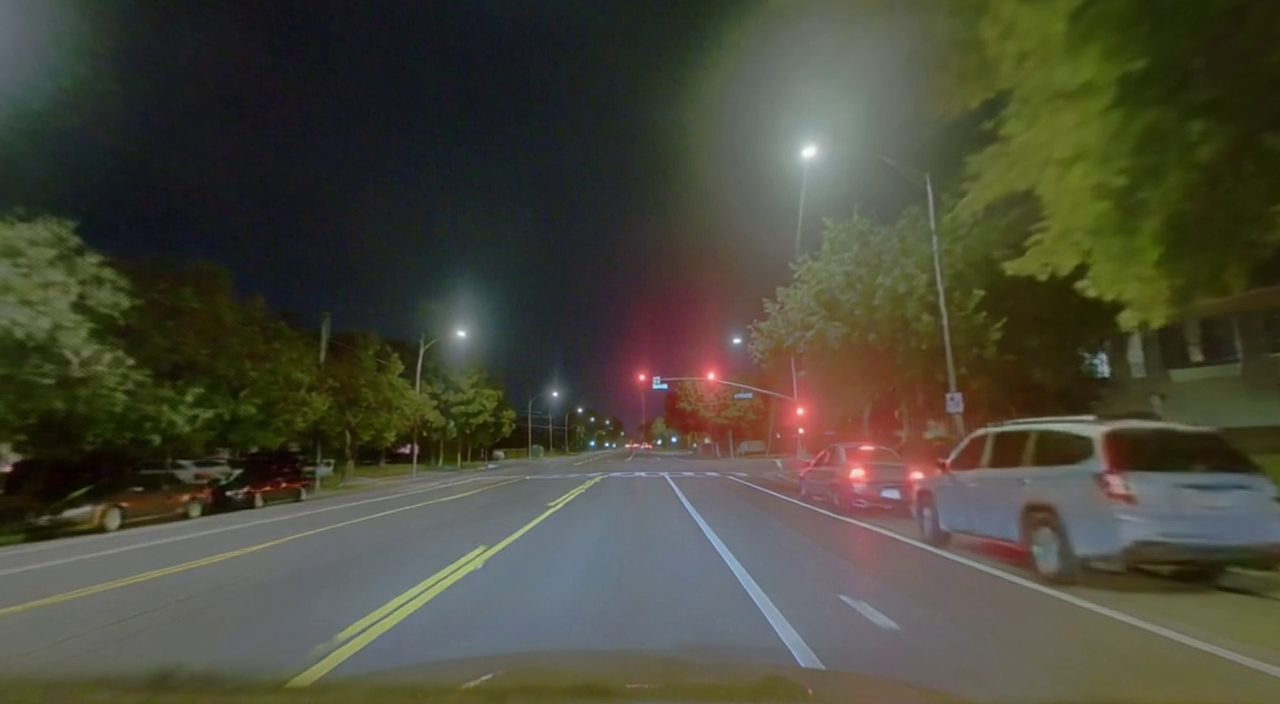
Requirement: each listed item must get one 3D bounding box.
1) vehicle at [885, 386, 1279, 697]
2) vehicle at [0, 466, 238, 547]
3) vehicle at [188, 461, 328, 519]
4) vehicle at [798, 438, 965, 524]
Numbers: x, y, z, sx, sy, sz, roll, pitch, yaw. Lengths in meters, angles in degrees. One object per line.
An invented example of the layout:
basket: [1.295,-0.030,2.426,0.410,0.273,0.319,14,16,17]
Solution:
vehicle: [4.649,1.455,6.303,2.218,1.789,5.146,0,-8,-1]
vehicle: [-12.607,3.703,15.715,1.983,1.513,4.662,0,-8,2]
vehicle: [-12.474,4.499,20.993,1.851,1.472,4.532,-1,-7,0]
vehicle: [4.904,2.641,13.593,1.915,1.521,4.375,0,-8,1]
